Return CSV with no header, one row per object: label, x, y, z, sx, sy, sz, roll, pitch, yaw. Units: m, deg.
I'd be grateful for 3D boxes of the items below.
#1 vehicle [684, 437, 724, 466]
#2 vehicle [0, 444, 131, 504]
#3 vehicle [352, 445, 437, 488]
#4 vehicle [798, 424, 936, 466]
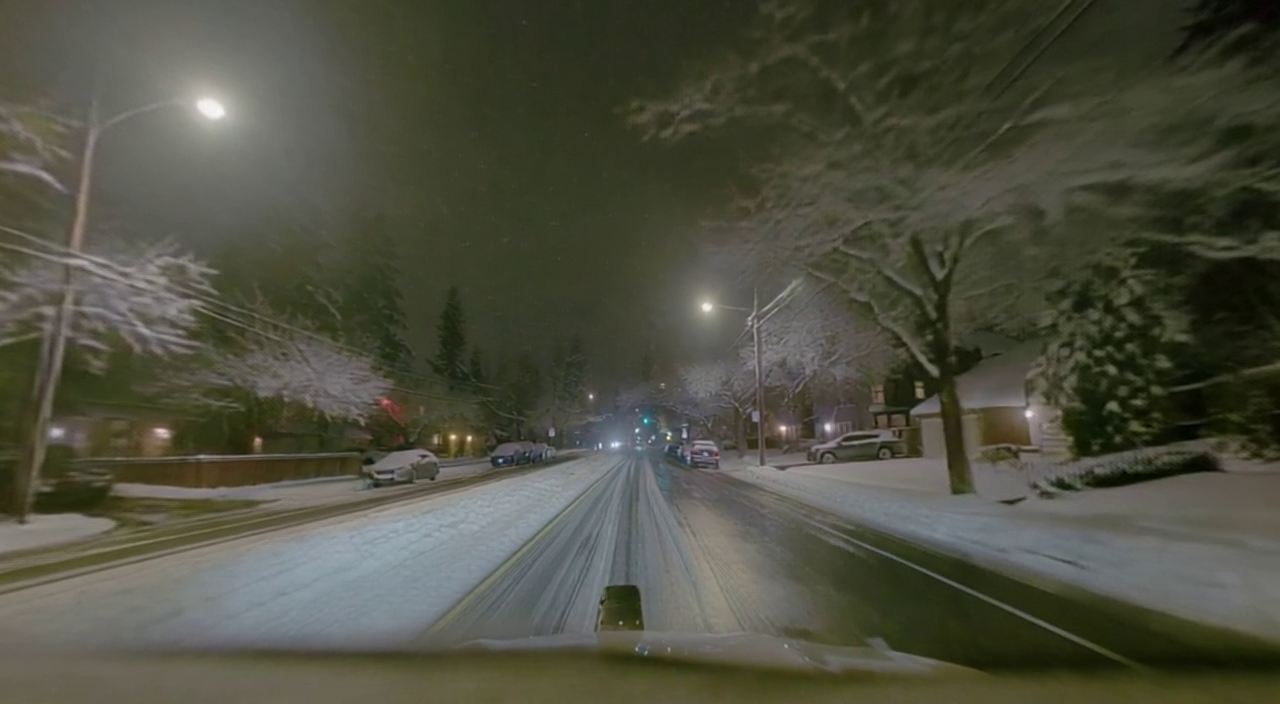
vehicle,4.388,6.939,44.109,2.215,1.886,4.577,1,-8,-2
vehicle,-18.958,3.752,19.643,4.465,1.728,1.904,0,-8,-1
vehicle,-10.952,5.148,28.559,2.082,1.661,4.403,-2,-10,0
vehicle,12.404,5.122,34.862,6.619,1.884,2.225,-3,-8,0
